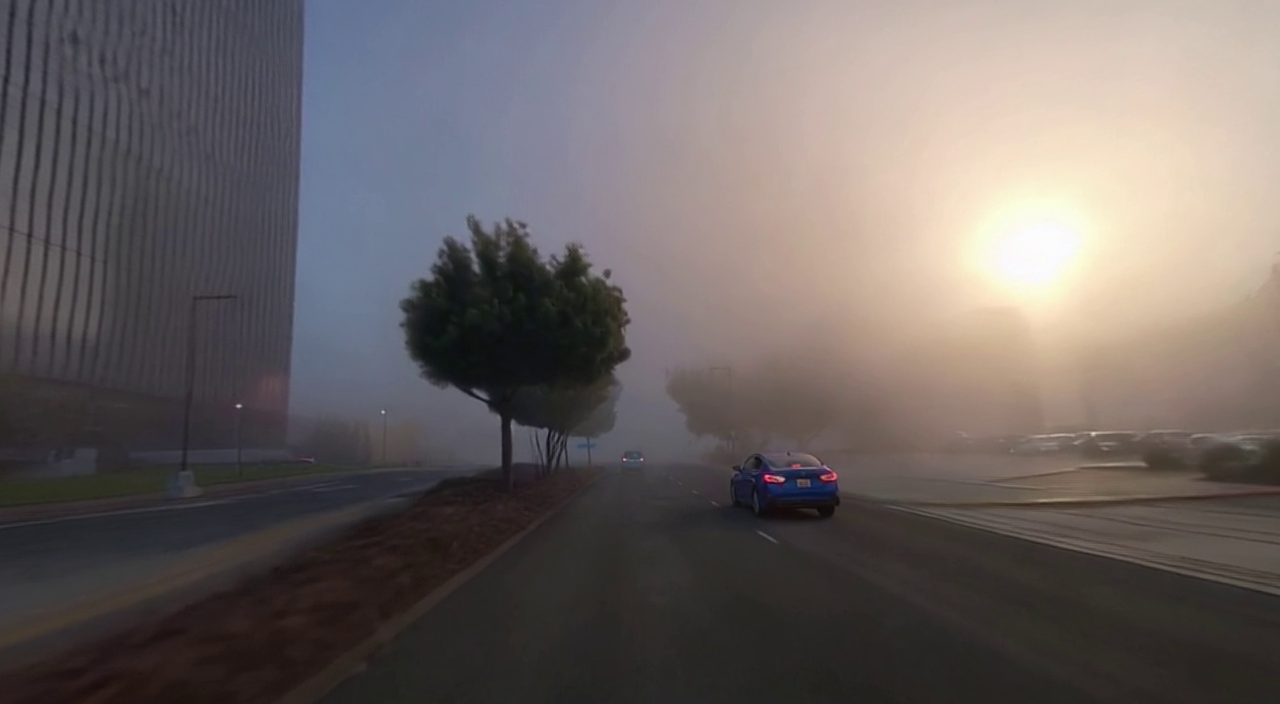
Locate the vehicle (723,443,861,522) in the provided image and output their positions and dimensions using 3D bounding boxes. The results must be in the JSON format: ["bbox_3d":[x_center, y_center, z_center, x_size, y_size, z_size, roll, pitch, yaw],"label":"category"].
[{"bbox_3d":[3.196,2.831,14.195,1.993,1.501,4.127,0,-9,-1],"label":"vehicle"}]
